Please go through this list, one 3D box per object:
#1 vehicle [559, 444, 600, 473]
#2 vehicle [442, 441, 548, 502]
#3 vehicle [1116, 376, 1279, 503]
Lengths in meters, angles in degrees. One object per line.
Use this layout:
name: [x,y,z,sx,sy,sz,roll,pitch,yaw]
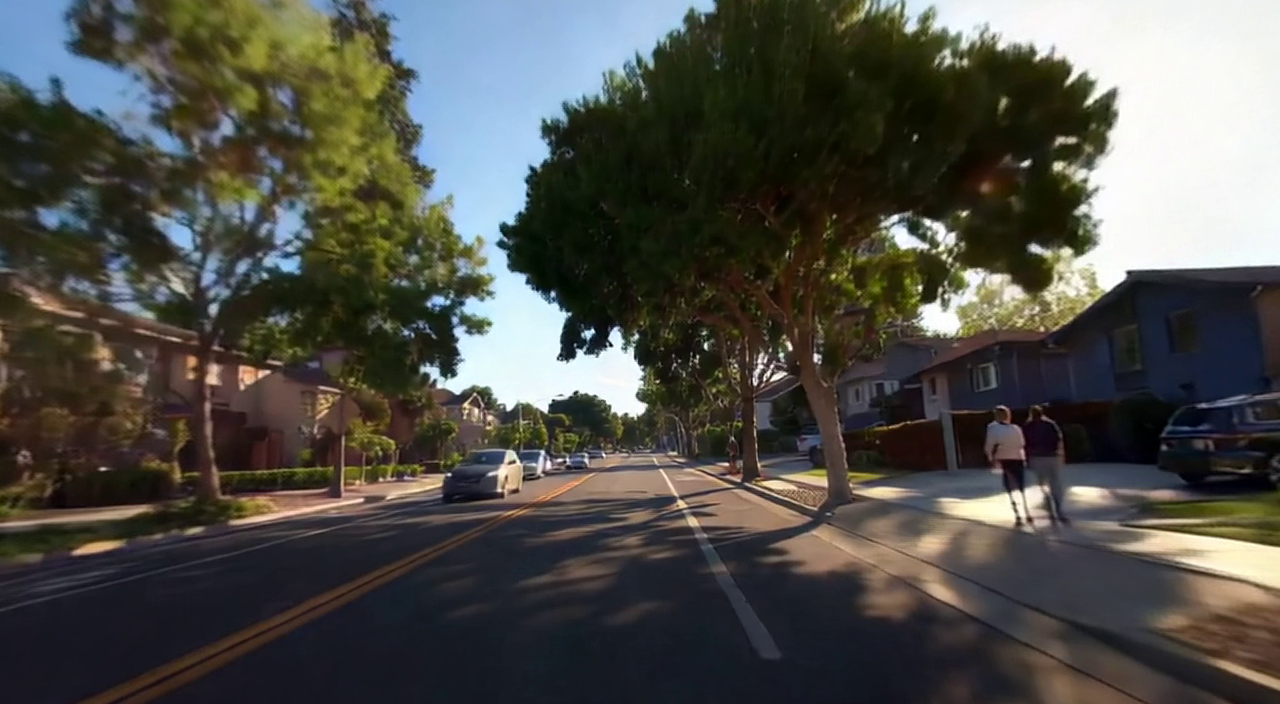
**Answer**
vehicle: [-3.869,6.888,41.099,2.041,1.780,4.618,0,-8,1]
vehicle: [-4.452,3.722,20.229,2.167,1.691,4.755,0,-8,1]
vehicle: [11.354,1.491,10.770,4.665,1.944,2.092,0,-8,-1]
